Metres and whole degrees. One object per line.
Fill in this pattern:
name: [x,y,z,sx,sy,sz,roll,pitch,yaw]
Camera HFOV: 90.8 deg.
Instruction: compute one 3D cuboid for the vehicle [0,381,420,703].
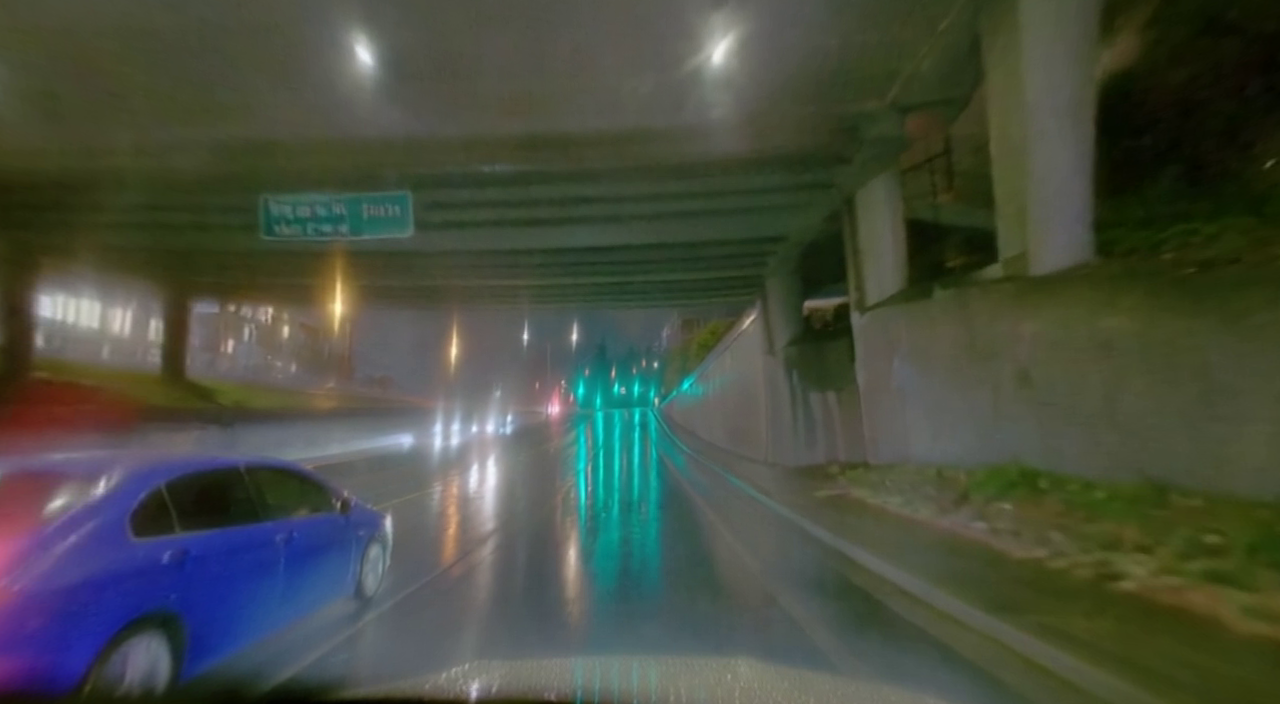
vehicle: [-3.158,1.108,3.876,2.041,1.470,4.290,0,-9,0]
